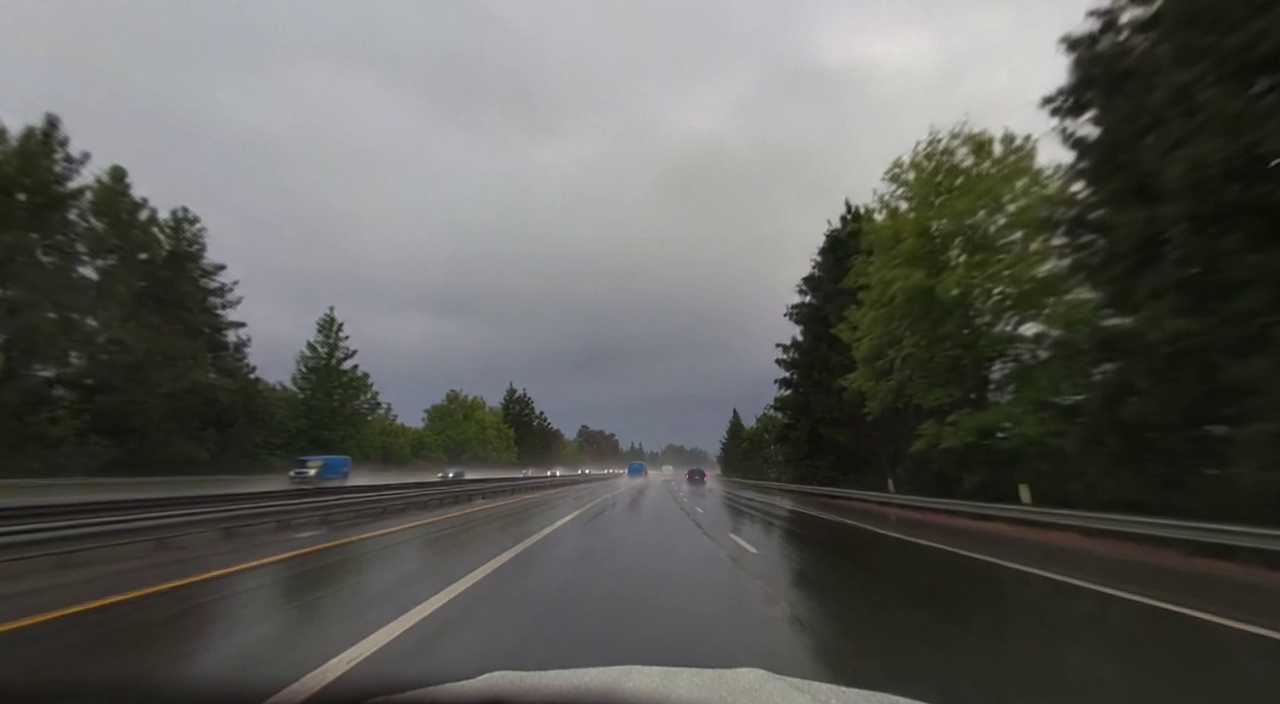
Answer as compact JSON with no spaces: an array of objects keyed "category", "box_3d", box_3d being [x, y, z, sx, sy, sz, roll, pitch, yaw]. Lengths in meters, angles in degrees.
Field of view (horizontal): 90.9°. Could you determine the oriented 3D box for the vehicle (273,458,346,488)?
[{"category":"vehicle","box_3d":[-20.557,7.574,39.413,2.184,1.702,4.283,1,-11,1]}]
